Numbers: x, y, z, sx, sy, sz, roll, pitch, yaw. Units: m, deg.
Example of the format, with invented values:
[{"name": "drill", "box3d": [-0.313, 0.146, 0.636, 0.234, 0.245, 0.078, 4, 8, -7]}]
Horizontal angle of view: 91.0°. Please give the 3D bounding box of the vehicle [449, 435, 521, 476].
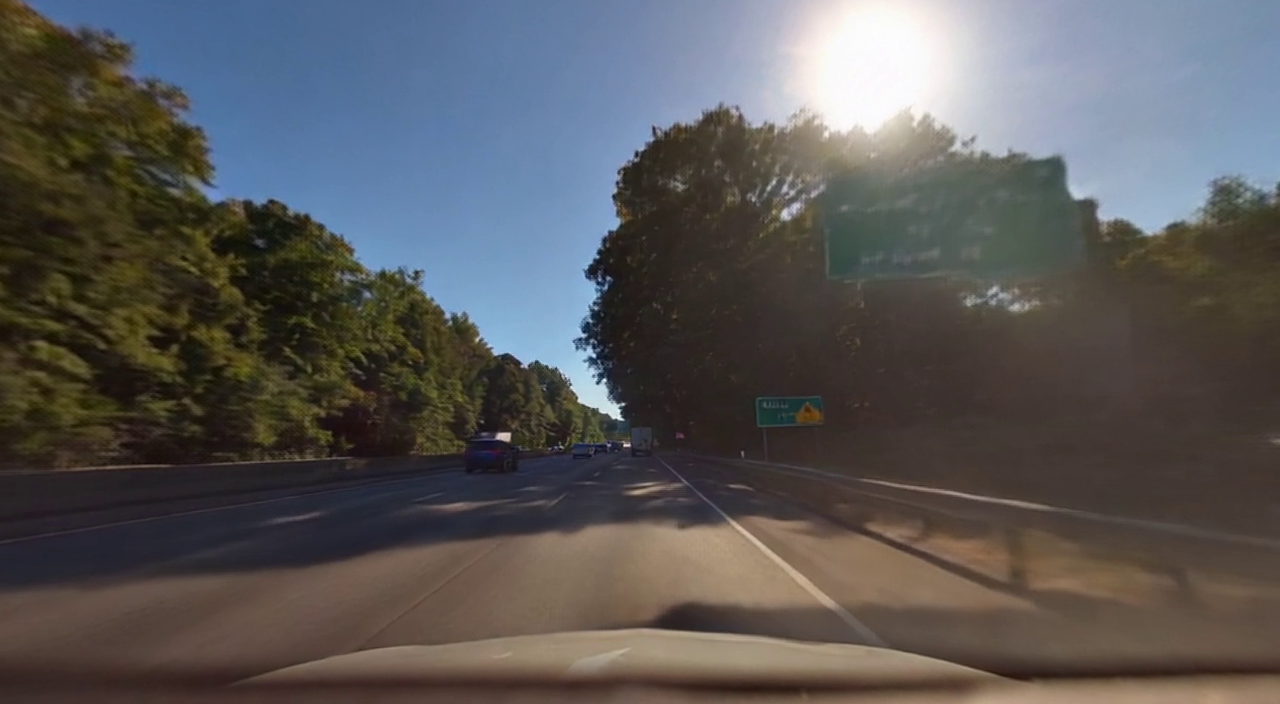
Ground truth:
[{"name": "vehicle", "box3d": [-7.367, 4.969, 30.464, 2.253, 1.815, 4.618, 0, -9, 1]}]
